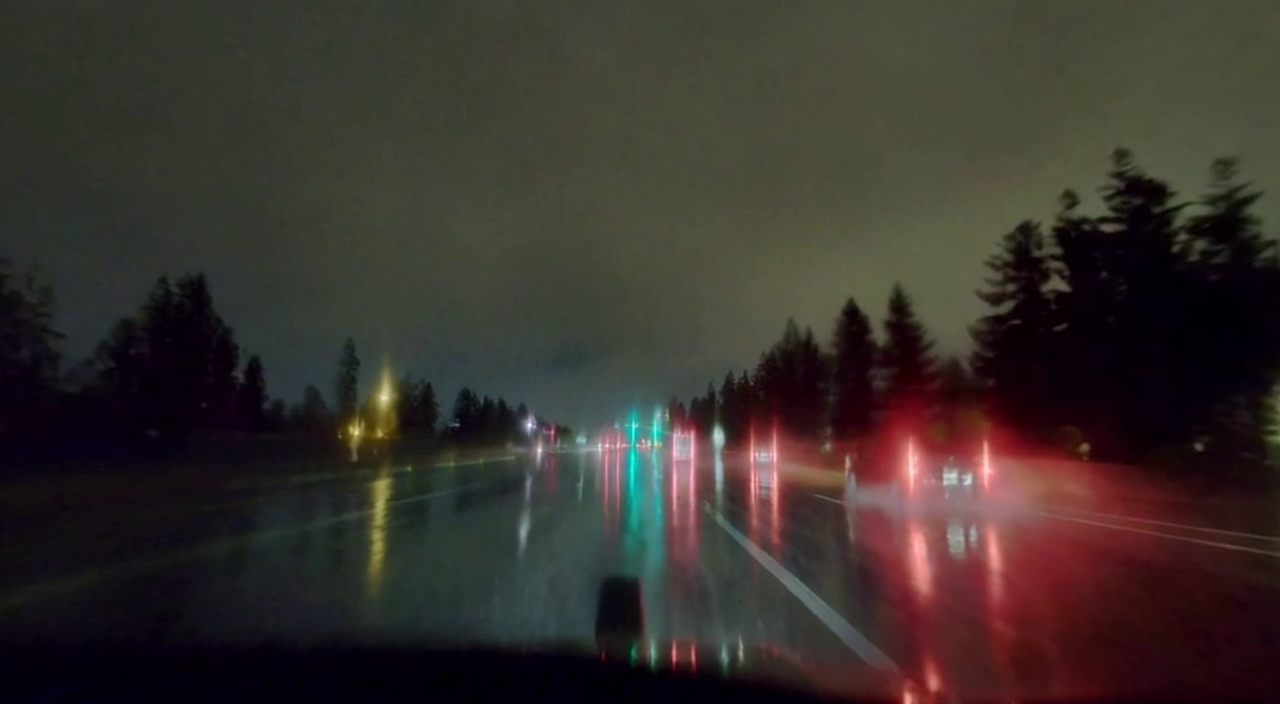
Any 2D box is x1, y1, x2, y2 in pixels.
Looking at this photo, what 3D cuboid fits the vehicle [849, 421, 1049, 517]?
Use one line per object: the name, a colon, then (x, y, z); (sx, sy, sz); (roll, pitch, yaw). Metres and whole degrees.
vehicle: (6.558, 2.547, 14.149); (2.096, 1.767, 4.601); (0, -9, -1)
